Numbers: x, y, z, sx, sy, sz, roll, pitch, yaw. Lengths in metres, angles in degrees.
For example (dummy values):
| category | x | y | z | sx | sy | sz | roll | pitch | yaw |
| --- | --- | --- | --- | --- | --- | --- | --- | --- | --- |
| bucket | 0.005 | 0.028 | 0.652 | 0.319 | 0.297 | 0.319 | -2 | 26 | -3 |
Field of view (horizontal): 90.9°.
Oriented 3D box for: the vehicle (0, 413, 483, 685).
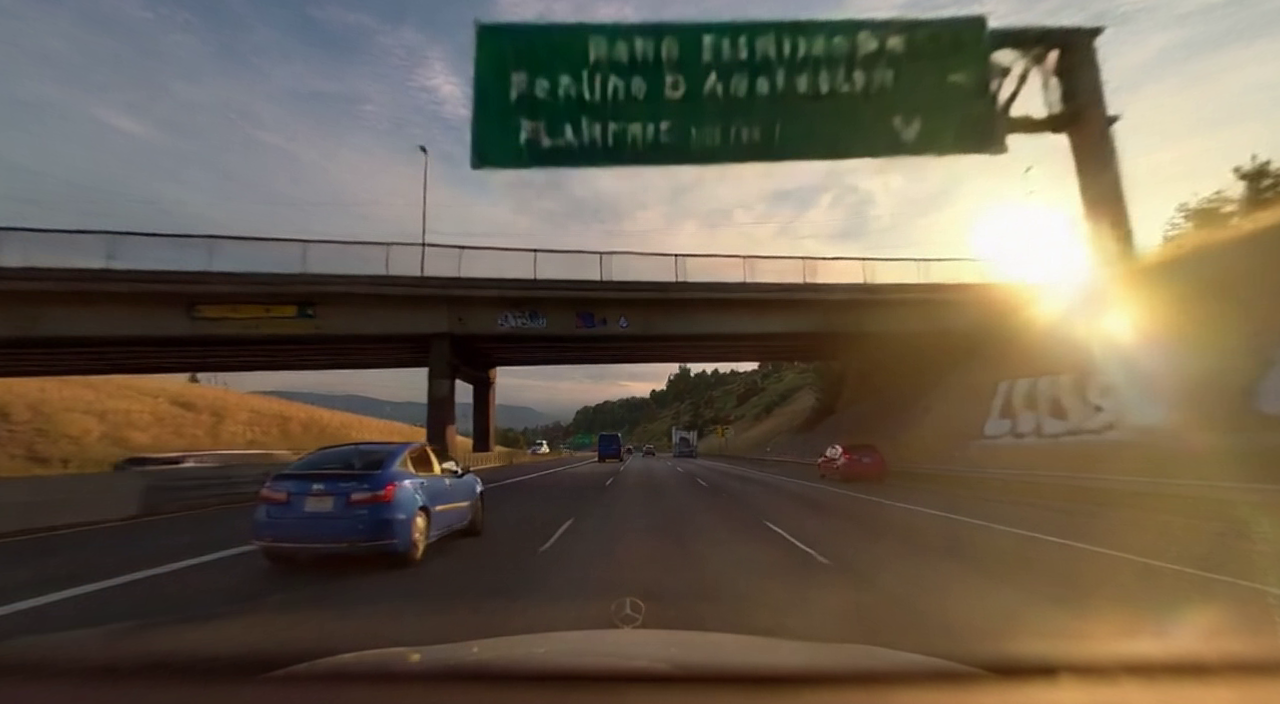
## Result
| category | x | y | z | sx | sy | sz | roll | pitch | yaw |
| --- | --- | --- | --- | --- | --- | --- | --- | --- | --- |
| vehicle | -3.111 | 1.452 | 5.881 | 2.029 | 1.472 | 4.721 | 0 | -9 | 1 |

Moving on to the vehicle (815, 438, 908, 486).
| category | x | y | z | sx | sy | sz | roll | pitch | yaw |
| --- | --- | --- | --- | --- | --- | --- | --- | --- | --- |
| vehicle | 8.297 | 4.159 | 24.054 | 1.936 | 1.664 | 4.198 | 0 | -9 | -1 |
